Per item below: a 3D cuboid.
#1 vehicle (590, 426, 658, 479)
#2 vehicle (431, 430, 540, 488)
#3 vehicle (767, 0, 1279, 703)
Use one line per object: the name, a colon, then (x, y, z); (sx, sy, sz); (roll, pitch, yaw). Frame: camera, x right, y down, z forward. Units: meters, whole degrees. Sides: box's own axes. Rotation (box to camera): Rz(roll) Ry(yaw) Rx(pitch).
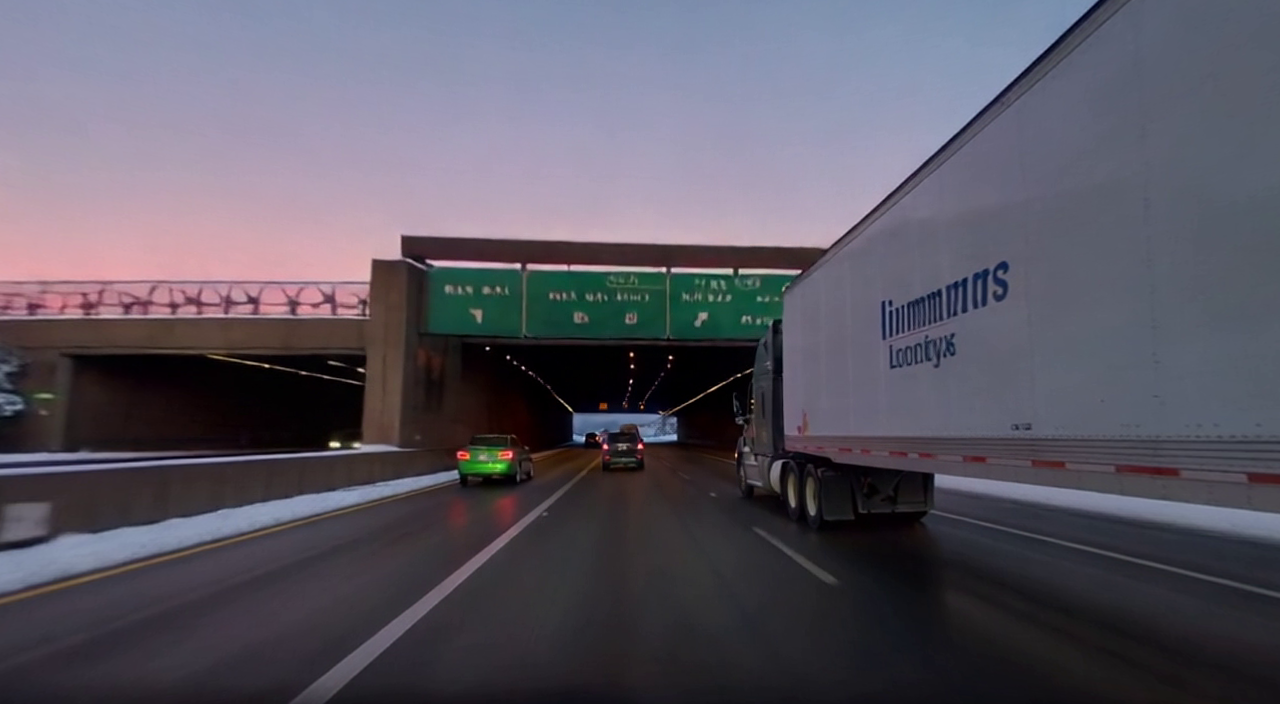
vehicle: (-0.521, 3.329, 21.189); (2.094, 1.600, 3.666); (0, -8, -1)
vehicle: (-4.228, 2.978, 18.004); (2.019, 1.435, 4.317); (0, -8, 0)
vehicle: (3.823, -0.110, 4.289); (2.842, 4.108, 14.081); (0, -8, -1)
